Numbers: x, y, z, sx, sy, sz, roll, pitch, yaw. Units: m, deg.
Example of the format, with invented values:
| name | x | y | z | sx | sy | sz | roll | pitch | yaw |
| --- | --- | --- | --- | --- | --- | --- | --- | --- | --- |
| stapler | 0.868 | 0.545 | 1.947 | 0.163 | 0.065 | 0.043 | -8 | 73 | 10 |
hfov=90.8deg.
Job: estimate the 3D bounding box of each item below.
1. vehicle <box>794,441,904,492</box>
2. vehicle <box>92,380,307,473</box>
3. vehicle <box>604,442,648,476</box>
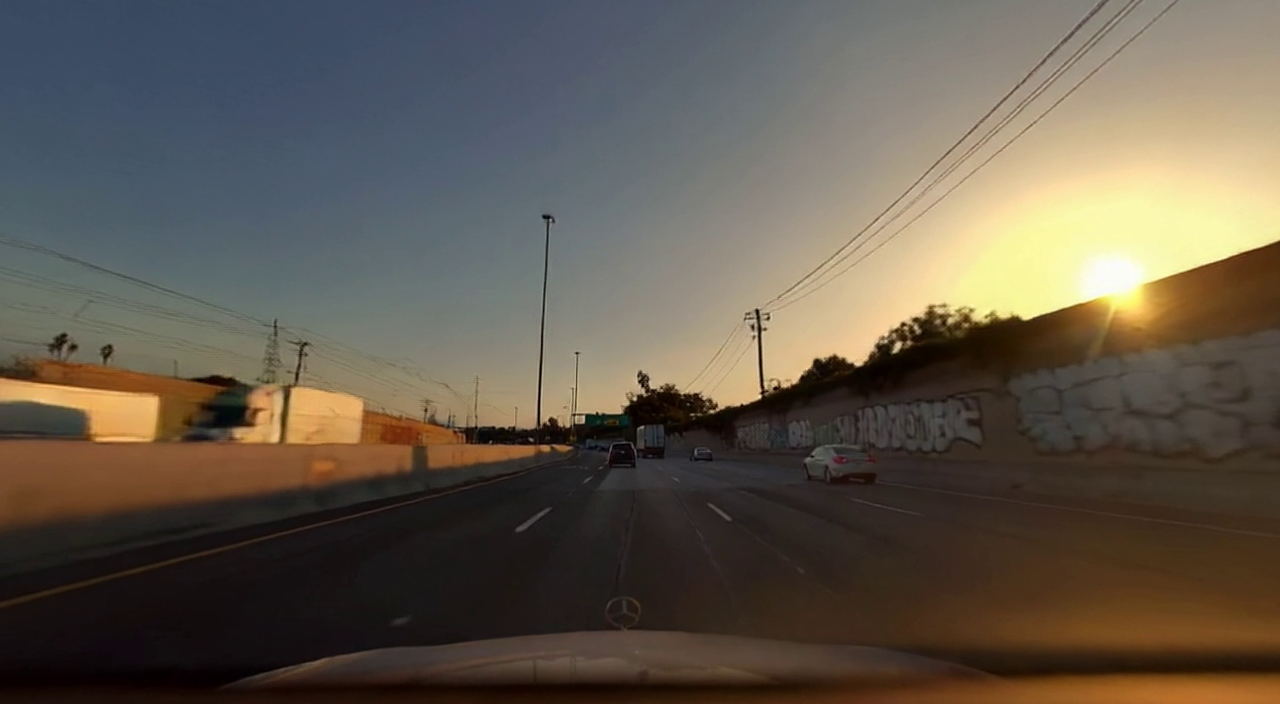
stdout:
| name | x | y | z | sx | sy | sz | roll | pitch | yaw |
| --- | --- | --- | --- | --- | --- | --- | --- | --- | --- |
| vehicle | 6.907 | 3.819 | 21.474 | 2.032 | 1.525 | 4.631 | 0 | -9 | -1 |
| vehicle | -17.110 | 3.135 | 25.554 | 2.933 | 3.133 | 8.090 | 0 | -9 | -1 |
| vehicle | -0.724 | 5.606 | 33.334 | 2.191 | 1.685 | 3.353 | 0 | -9 | -1 |
